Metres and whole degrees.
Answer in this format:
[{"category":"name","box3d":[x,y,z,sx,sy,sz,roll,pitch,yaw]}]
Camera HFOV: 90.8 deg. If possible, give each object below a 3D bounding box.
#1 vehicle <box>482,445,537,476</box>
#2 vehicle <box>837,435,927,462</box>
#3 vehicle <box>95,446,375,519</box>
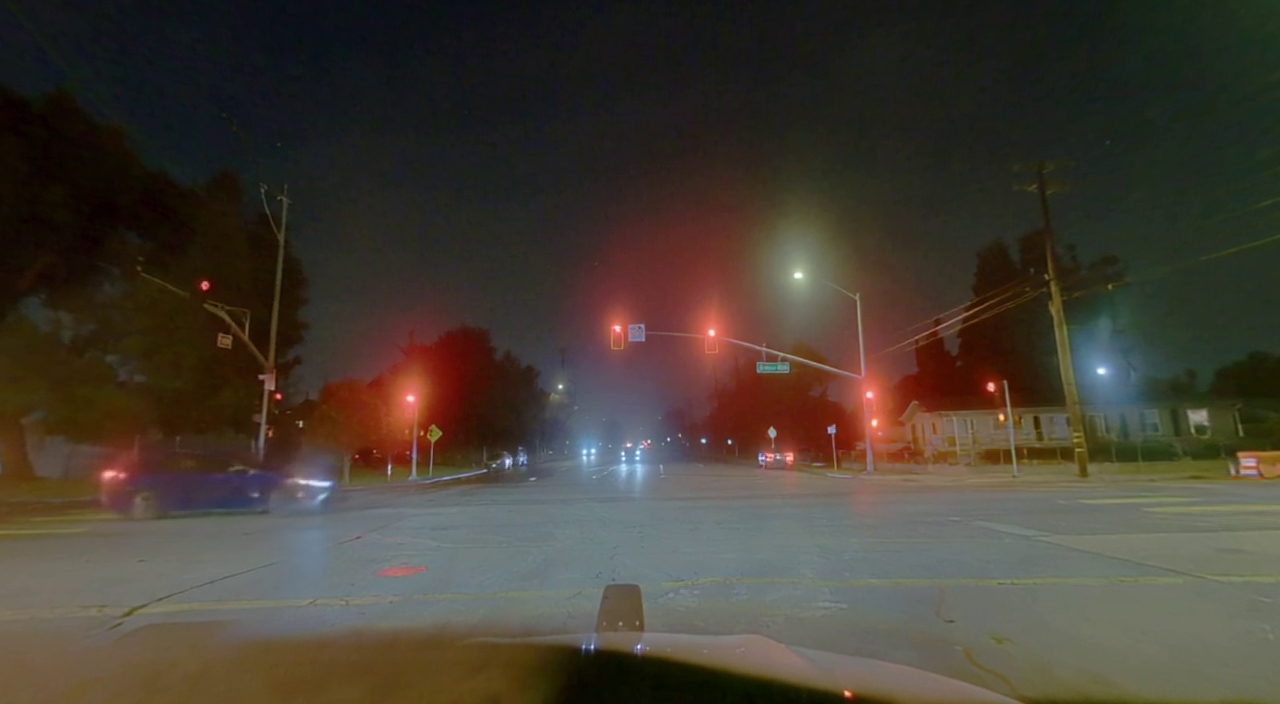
[{"category":"vehicle","box3d":[-6.600,5.533,32.402,1.881,1.452,4.121,0,-8,1]},{"category":"vehicle","box3d":[15.379,6.173,40.320,4.892,1.656,1.856,0,-8,0]},{"category":"vehicle","box3d":[-8.872,2.871,14.237,4.860,1.483,2.077,0,-8,0]}]
